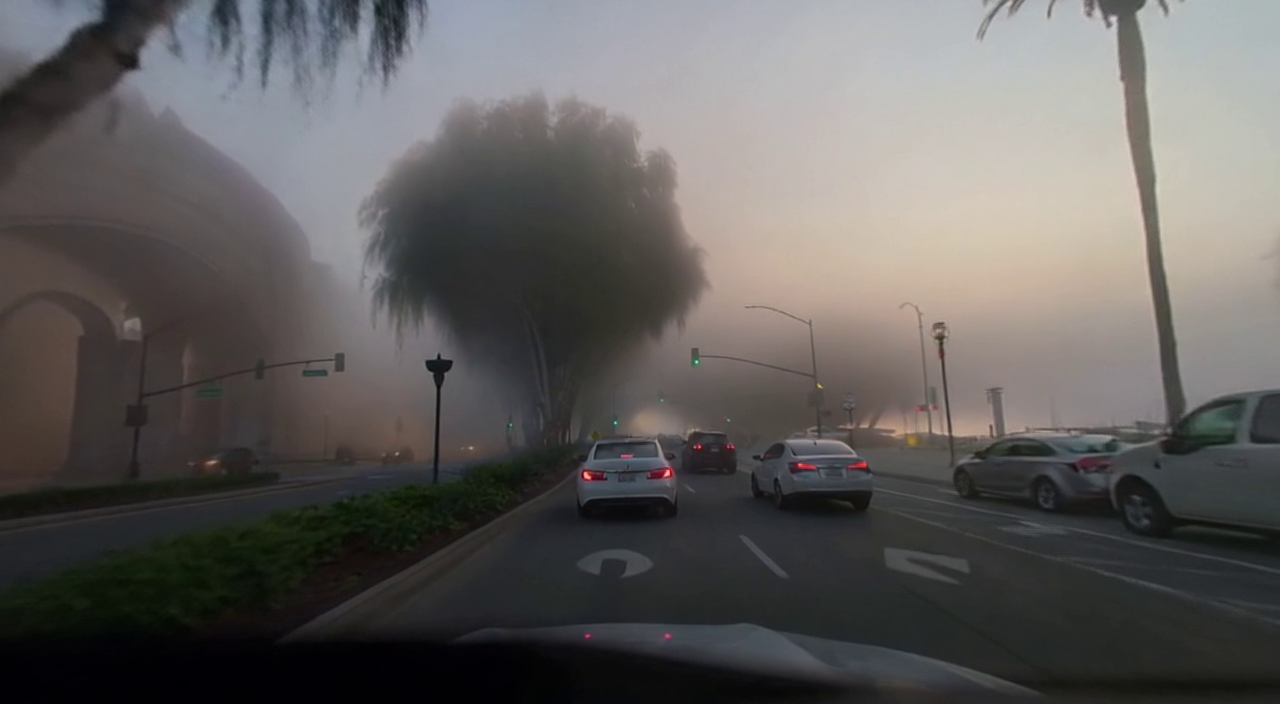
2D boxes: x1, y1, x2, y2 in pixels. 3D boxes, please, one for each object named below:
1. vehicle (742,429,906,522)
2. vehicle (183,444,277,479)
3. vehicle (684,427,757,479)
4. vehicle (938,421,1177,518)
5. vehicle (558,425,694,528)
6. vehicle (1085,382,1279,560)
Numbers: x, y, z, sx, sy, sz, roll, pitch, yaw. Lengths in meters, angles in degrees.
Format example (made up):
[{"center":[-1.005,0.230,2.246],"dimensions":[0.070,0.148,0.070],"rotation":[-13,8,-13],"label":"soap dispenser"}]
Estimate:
[{"center":[3.290,2.287,12.278],"dimensions":[1.833,1.465,4.258],"rotation":[0,-8,-1],"label":"vehicle"},{"center":[-21.199,5.647,32.928],"dimensions":[1.958,1.675,4.389],"rotation":[0,-8,0],"label":"vehicle"},{"center":[3.205,4.250,26.902],"dimensions":[2.127,1.854,7.971],"rotation":[0,-8,0],"label":"vehicle"},{"center":[7.873,2.214,12.506],"dimensions":[1.875,1.588,4.072],"rotation":[0,-8,-1],"label":"vehicle"},{"center":[-0.229,2.160,11.474],"dimensions":[2.050,1.521,3.747],"rotation":[0,-8,-1],"label":"vehicle"},{"center":[8.085,1.323,7.163],"dimensions":[2.200,1.933,5.123],"rotation":[0,-7,-2],"label":"vehicle"}]
